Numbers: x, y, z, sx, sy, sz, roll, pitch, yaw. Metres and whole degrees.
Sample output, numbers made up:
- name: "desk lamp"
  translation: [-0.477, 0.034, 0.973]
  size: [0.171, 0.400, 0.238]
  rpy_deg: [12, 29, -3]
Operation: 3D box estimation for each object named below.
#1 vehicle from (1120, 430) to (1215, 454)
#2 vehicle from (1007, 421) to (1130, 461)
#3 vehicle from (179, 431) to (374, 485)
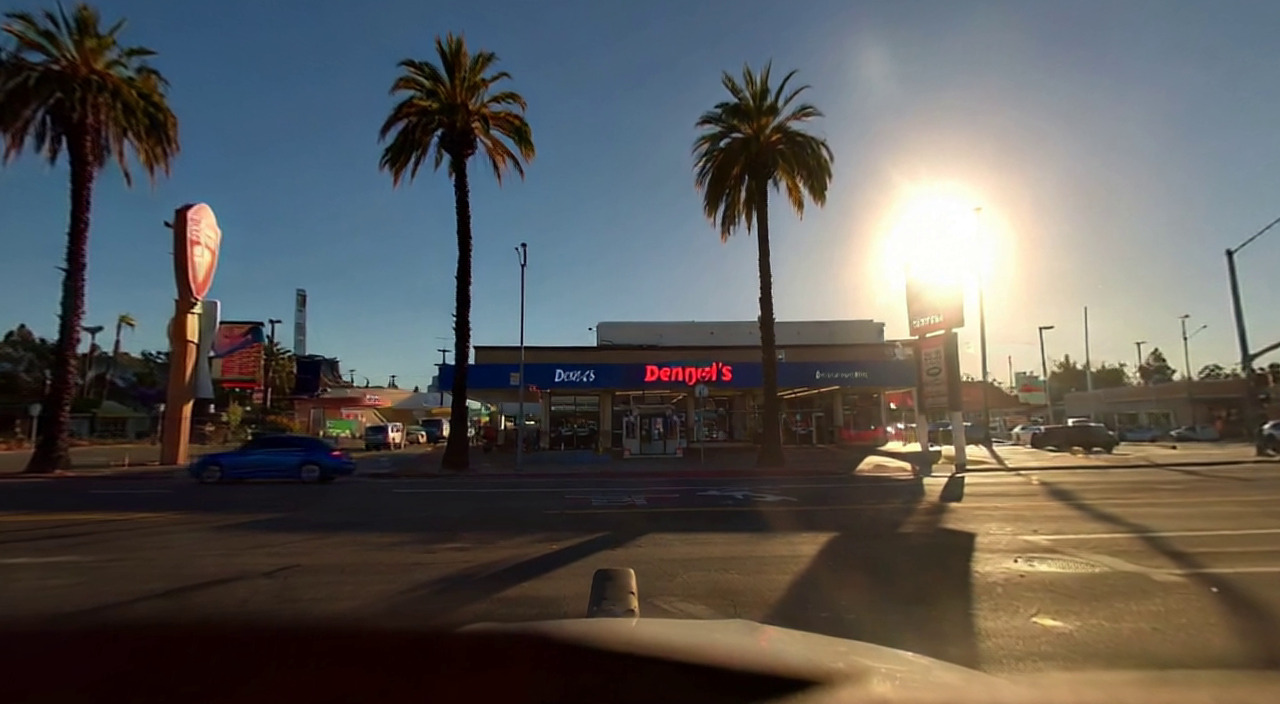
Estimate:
- name: "vehicle"
  translation: [34.012, 5.850, 40.906]
  size: [1.805, 1.466, 4.641]
  rpy_deg: [1, -8, -8]
- name: "vehicle"
  translation: [21.872, 4.515, 32.370]
  size: [4.880, 1.754, 2.202]
  rpy_deg: [-1, -5, -7]
- name: "vehicle"
  translation: [-10.593, 3.114, 18.752]
  size: [4.570, 1.480, 1.873]
  rpy_deg: [1, -8, -6]
